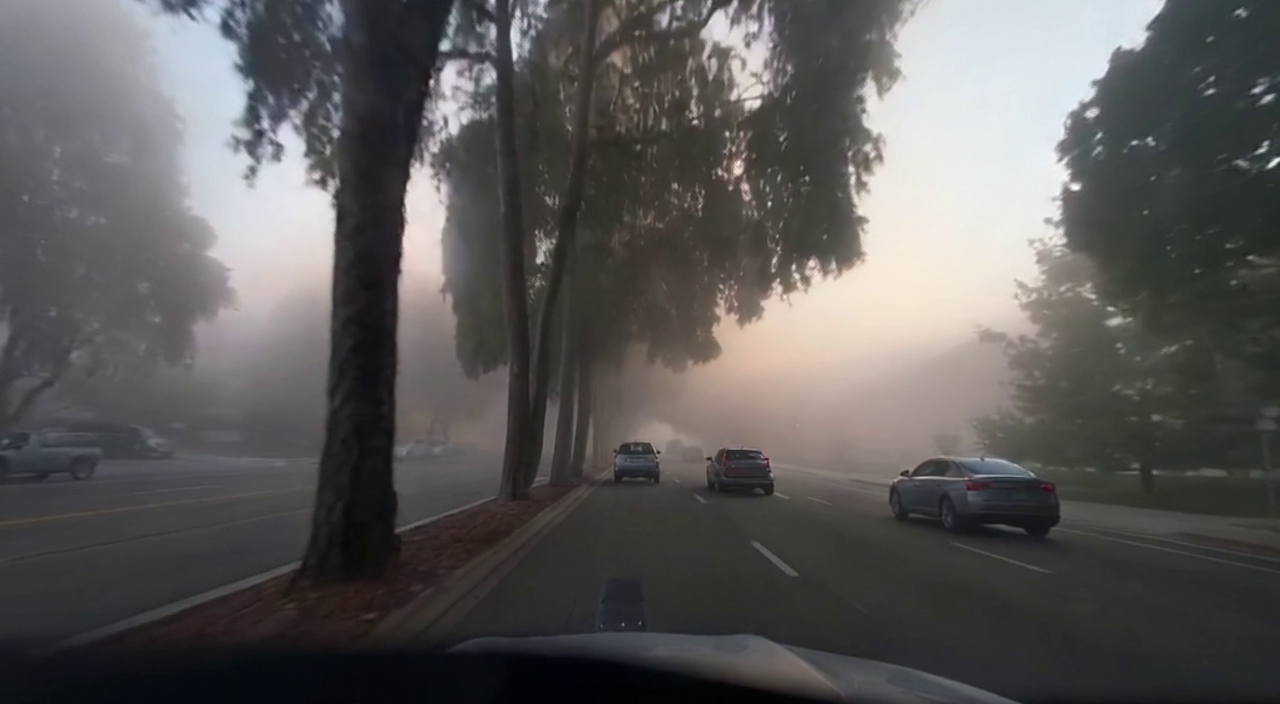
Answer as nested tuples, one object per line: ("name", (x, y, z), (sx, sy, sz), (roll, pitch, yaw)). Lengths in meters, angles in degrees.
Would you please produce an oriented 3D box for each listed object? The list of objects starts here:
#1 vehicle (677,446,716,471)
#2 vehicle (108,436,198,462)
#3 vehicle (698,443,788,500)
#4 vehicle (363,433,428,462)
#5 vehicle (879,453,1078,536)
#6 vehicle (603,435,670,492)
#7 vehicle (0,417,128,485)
("vehicle", (3.561, 6.778, 40.177), (2.012, 1.462, 4.163), (0, -8, -1))
("vehicle", (-28.678, 5.721, 37.153), (1.867, 1.420, 4.409), (0, -8, -1))
("vehicle", (2.985, 3.541, 19.123), (1.932, 1.510, 4.168), (0, -8, -1))
("vehicle", (-18.672, 7.341, 48.359), (2.226, 2.019, 6.809), (0, -8, 1))
("vehicle", (7.098, 2.984, 13.816), (1.944, 1.458, 4.268), (0, -8, -1))
("vehicle", (-0.097, 3.651, 20.905), (2.008, 1.674, 4.239), (0, -8, 0))
("vehicle", (-18.676, 2.932, 18.635), (2.094, 1.863, 5.694), (0, -8, 0))
